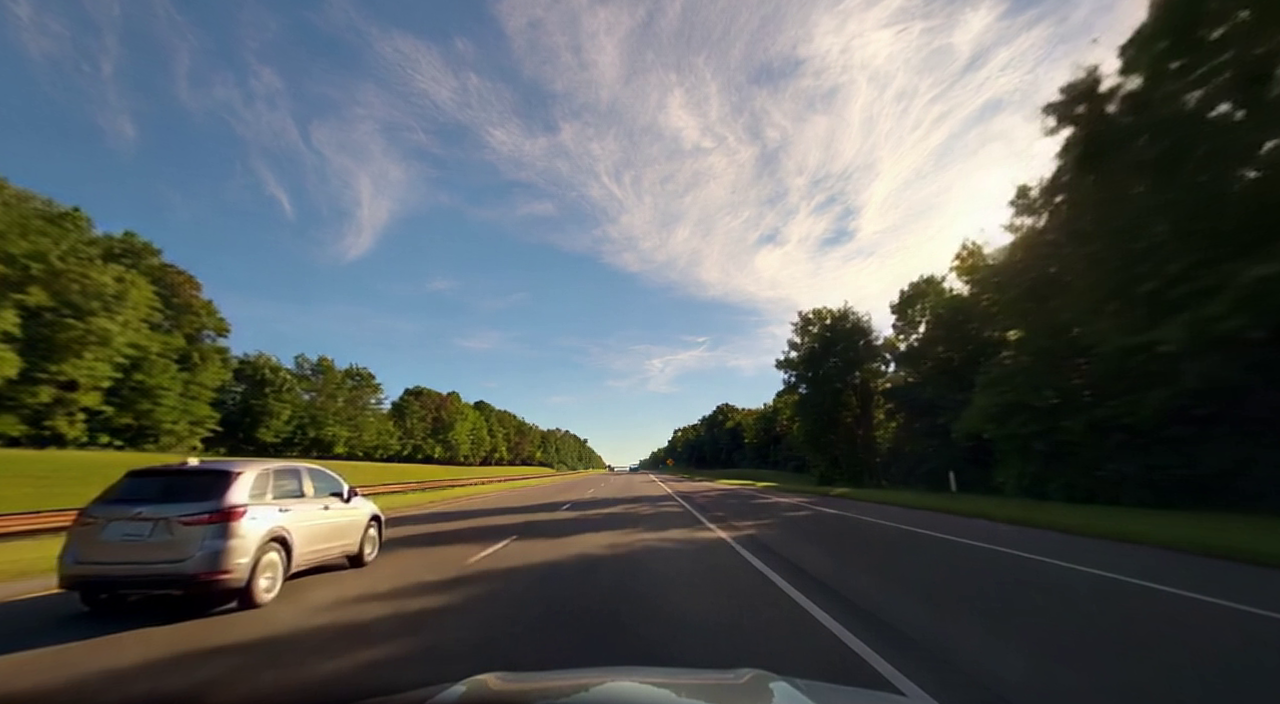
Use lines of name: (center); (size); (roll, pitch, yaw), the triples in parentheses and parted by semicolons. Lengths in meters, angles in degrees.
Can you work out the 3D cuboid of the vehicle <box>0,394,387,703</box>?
vehicle: (-4.114, 1.417, 5.346); (1.928, 1.593, 4.871); (1, -10, 0)
